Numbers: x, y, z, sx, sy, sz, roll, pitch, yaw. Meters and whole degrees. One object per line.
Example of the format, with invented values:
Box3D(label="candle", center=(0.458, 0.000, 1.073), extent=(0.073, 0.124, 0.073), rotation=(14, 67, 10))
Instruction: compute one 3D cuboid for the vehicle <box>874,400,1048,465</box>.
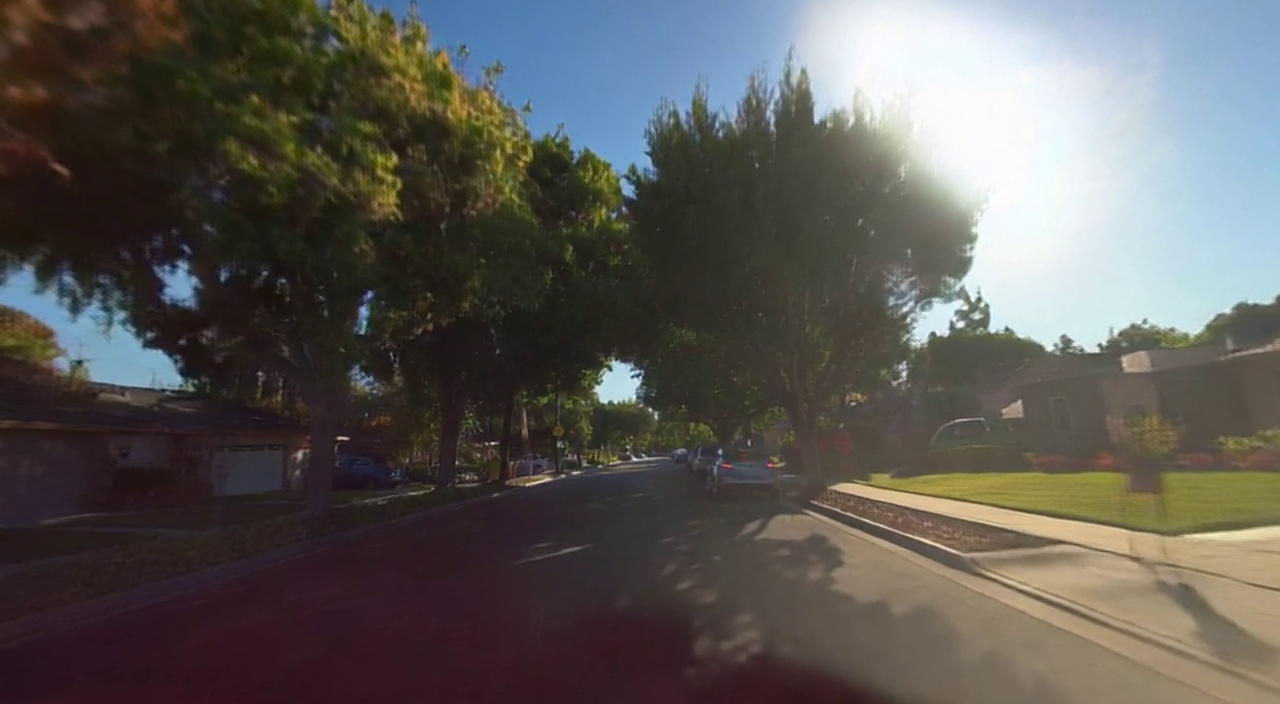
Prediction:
Box3D(label="vehicle", center=(11.057, 2.850, 22.133), extent=(4.861, 1.911, 2.181), rotation=(1, -12, 4))

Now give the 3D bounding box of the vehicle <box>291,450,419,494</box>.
Box3D(label="vehicle", center=(-12.230, 5.149, 27.322), extent=(4.511, 1.809, 2.018), rotation=(-1, -8, 3))

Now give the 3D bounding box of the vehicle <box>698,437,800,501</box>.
Box3D(label="vehicle", center=(2.790, 3.120, 17.330), extent=(2.009, 1.506, 4.698), rotation=(0, -8, 0))
